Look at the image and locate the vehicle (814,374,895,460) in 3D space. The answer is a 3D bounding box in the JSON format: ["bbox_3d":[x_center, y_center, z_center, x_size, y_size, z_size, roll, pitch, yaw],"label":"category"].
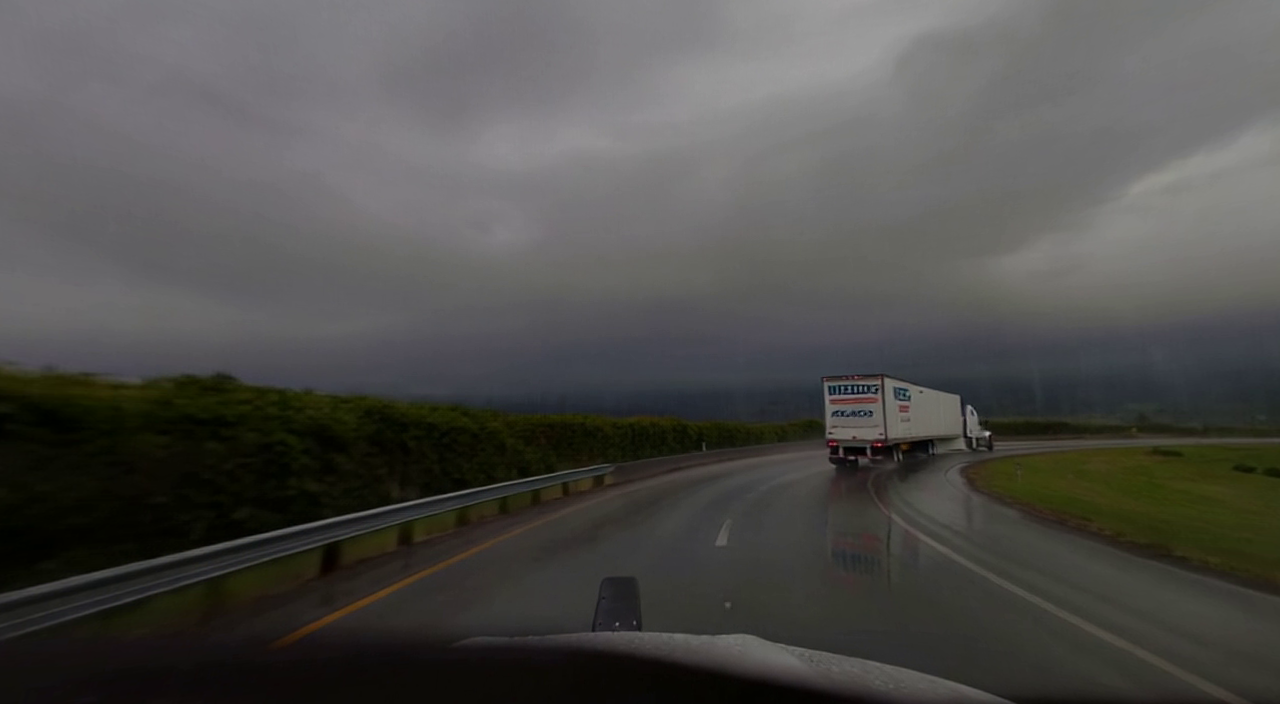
[{"bbox_3d":[10.189,3.143,29.814,2.963,3.771,3.137,-4,-9,29],"label":"vehicle"}]

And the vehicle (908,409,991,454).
[{"bbox_3d":[19.157,4.934,38.752,6.650,2.524,2.120,7,-10,-42],"label":"vehicle"}]
